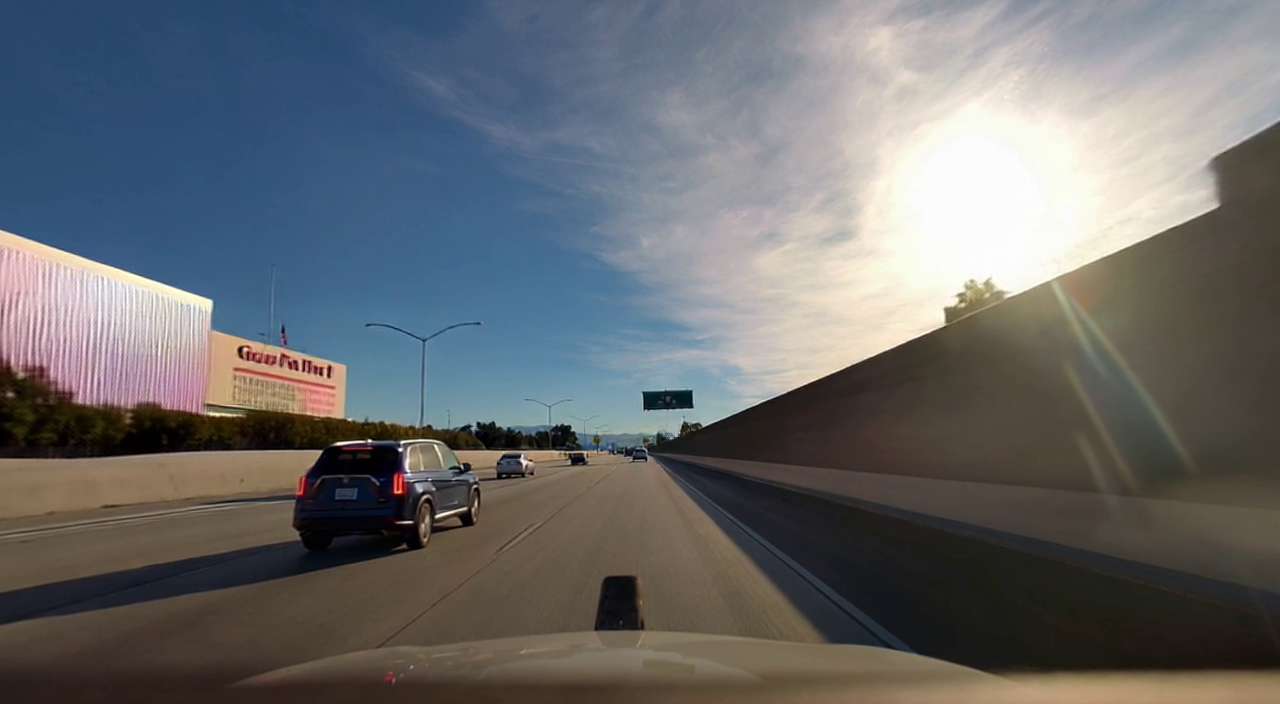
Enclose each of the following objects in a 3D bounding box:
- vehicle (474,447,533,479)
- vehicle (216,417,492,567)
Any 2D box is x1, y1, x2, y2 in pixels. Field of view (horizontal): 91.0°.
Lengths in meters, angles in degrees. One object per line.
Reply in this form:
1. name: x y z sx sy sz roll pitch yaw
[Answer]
1. vehicle: -7.215 5.924 33.886 1.998 1.542 4.953 0 -9 1
2. vehicle: -3.878 1.983 9.674 2.059 1.725 4.521 0 -9 1
